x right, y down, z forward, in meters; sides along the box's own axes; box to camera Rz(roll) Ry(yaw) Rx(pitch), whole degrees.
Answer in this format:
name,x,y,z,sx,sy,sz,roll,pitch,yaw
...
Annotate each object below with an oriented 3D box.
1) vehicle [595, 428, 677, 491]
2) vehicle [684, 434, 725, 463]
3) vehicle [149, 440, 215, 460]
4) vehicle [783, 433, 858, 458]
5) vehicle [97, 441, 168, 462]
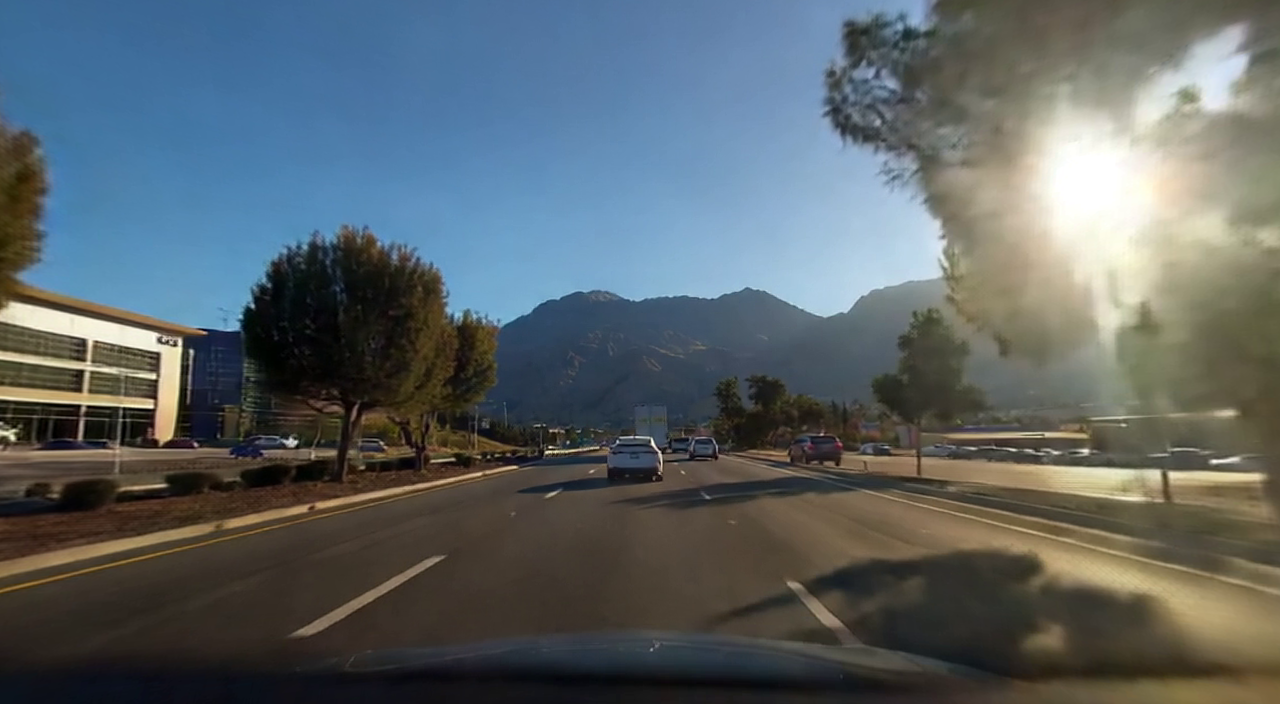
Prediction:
name,x,y,z,sx,sy,sz,roll,pitch,yaw
vehicle,-0.109,3.148,18.689,2.193,1.651,3.946,0,-8,0
vehicle,3.897,5.952,38.744,2.088,1.655,4.360,0,-8,0
vehicle,-35.856,7.649,49.212,3.714,1.510,1.917,4,-9,-22
vehicle,13.183,6.841,46.027,4.887,1.734,2.014,0,-8,2
vehicle,-36.827,7.215,45.676,3.640,1.447,1.788,4,-9,-27
